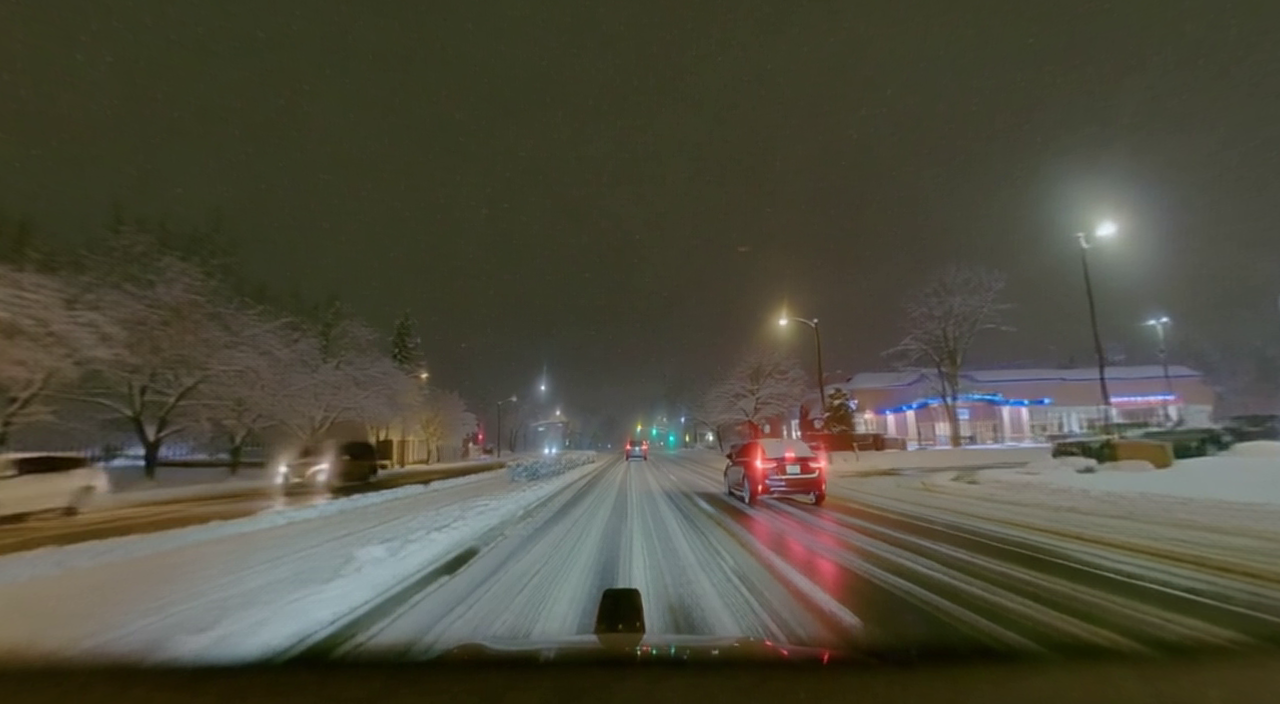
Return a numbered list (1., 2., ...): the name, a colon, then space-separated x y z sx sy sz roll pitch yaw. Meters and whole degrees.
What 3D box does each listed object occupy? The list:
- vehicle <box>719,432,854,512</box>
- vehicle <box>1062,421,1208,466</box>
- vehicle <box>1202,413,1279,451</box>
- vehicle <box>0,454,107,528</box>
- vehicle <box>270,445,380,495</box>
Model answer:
1. vehicle: 3.321 2.825 15.408 1.995 1.616 4.729 0 -8 -2
2. vehicle: 20.054 3.741 25.722 4.376 1.735 1.854 0 -8 -1
3. vehicle: 32.413 4.146 32.645 4.597 1.886 2.143 0 -8 1
4. vehicle: -16.469 3.476 15.888 2.032 1.728 4.633 0 -8 0
5. vehicle: -12.487 4.653 25.447 2.063 1.812 4.502 0 -8 1
